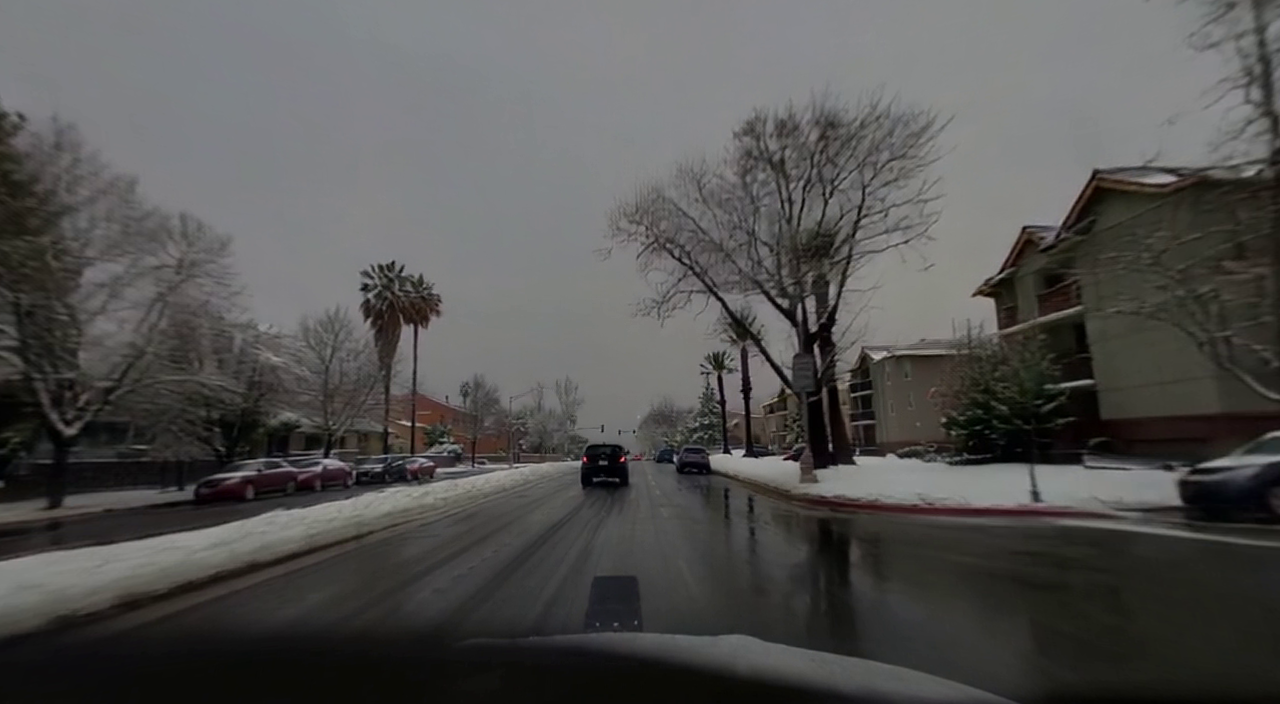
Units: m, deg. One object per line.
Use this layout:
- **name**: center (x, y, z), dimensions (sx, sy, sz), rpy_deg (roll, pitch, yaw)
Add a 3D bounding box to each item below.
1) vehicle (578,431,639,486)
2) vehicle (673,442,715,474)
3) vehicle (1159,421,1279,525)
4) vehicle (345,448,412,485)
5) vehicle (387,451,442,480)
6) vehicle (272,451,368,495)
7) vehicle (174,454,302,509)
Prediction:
- **vehicle**: center (-1.060, 3.975, 23.730), dimensions (1.994, 1.810, 5.057), rpy_deg (0, -9, 1)
- **vehicle**: center (3.145, 6.297, 37.464), dimensions (1.949, 1.685, 4.161), rpy_deg (3, -9, -2)
- **vehicle**: center (12.711, 2.022, 11.404), dimensions (4.873, 1.624, 1.924), rpy_deg (-3, -9, -2)
- **vehicle**: center (-14.187, 6.202, 34.420), dimensions (1.890, 1.640, 4.320), rpy_deg (-3, -7, -1)
- **vehicle**: center (-14.273, 7.169, 40.083), dimensions (1.877, 1.443, 4.677), rpy_deg (-3, -7, -1)
- **vehicle**: center (-14.164, 5.335, 28.182), dimensions (1.875, 1.496, 4.728), rpy_deg (-4, -7, 0)
- **vehicle**: center (-14.225, 4.549, 22.625), dimensions (1.884, 1.451, 4.435), rpy_deg (-4, -7, -2)
